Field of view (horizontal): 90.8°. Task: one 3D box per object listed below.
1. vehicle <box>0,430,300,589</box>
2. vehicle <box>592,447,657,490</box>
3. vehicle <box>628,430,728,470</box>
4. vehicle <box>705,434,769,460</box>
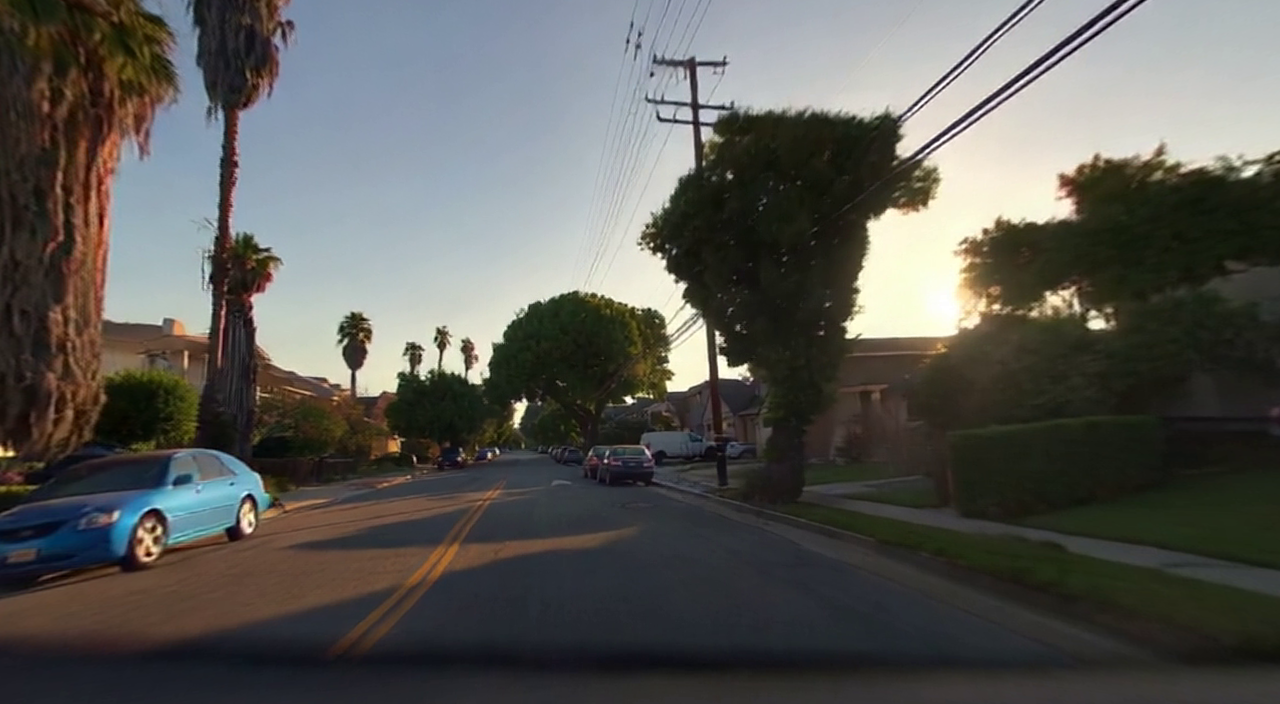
[{"bbox_3d":[-7.554,2.303,9.843,2.410,1.790,4.699,-1,-10,-8],"label":"vehicle"},{"bbox_3d":[-0.690,4.415,24.335,1.870,1.490,3.802,1,-9,-11],"label":"vehicle"},{"bbox_3d":[2.257,6.084,39.285,5.900,2.328,2.603,1,-9,-5],"label":"vehicle"},{"bbox_3d":[7.247,7.152,47.514,4.219,1.693,2.324,5,-9,-9],"label":"vehicle"}]
